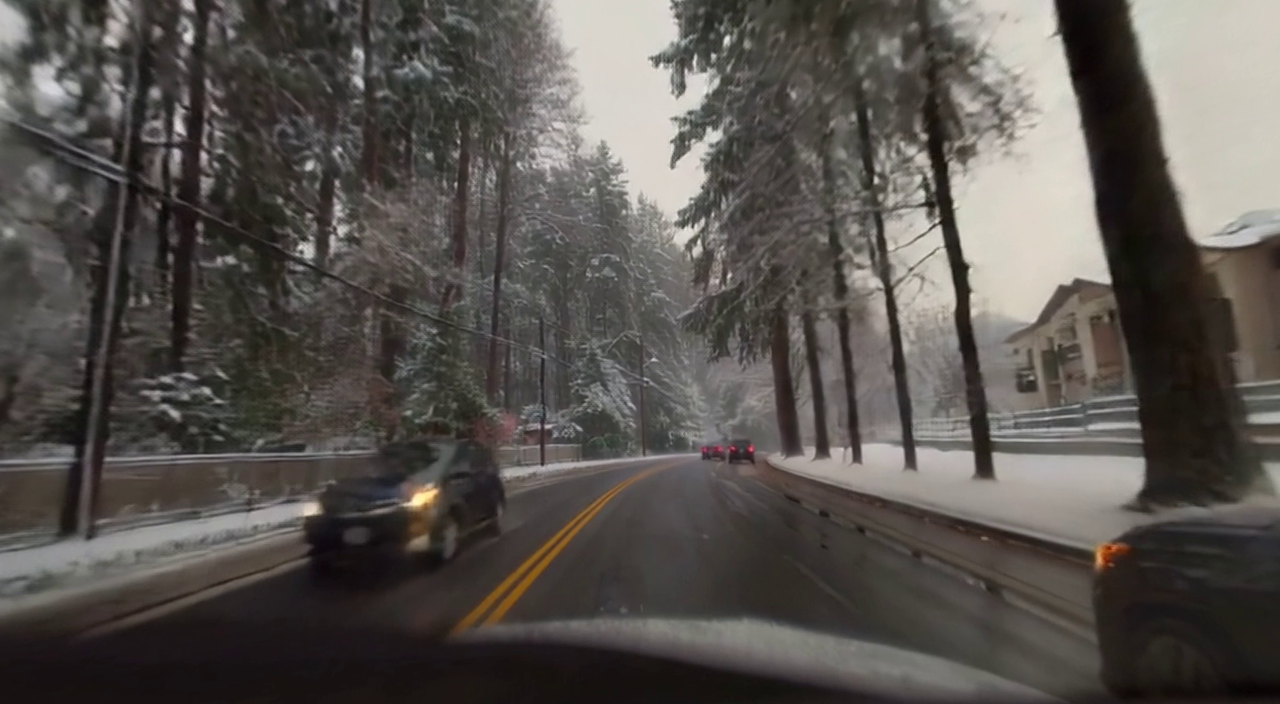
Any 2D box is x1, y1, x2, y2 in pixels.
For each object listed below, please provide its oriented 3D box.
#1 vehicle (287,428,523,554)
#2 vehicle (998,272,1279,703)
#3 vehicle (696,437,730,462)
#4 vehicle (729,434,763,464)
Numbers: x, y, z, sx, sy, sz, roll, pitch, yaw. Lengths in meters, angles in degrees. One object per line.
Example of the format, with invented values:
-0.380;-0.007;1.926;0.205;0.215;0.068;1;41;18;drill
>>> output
-3.332;2.048;9.940;1.958;1.538;4.081;-1;-9;3;vehicle
3.227;0.531;1.120;2.219;1.881;5.104;-1;-9;1;vehicle
5.763;7.635;49.352;2.158;1.852;4.485;-2;-9;12;vehicle
6.936;6.355;41.142;2.069;1.791;4.422;-2;-9;9;vehicle
